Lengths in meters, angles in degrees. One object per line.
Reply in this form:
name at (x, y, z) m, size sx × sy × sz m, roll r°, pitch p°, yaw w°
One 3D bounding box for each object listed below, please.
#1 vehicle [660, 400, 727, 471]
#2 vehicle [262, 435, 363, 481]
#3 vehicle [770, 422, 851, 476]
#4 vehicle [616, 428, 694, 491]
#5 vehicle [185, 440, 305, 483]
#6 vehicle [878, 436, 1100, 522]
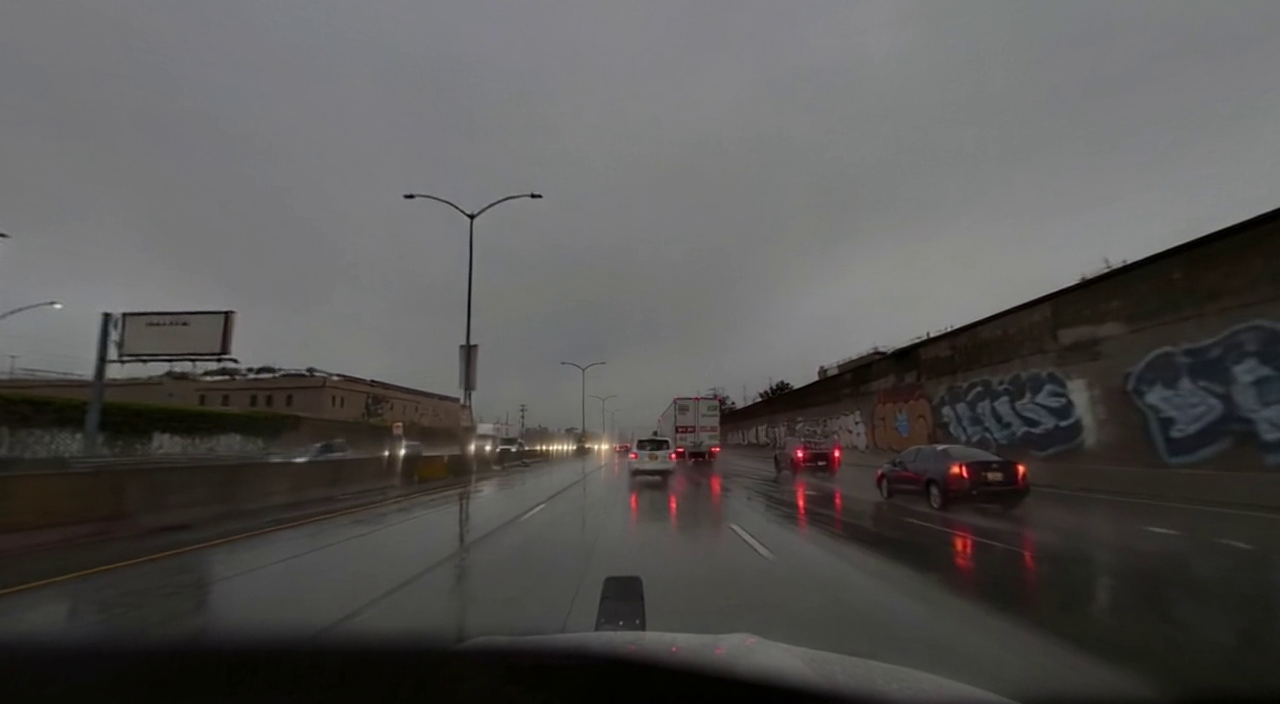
vehicle at (3.034, 5.268, 39.172) m, size 2.976 × 3.806 × 10.591 m, roll 0°, pitch -9°, yaw -1°
vehicle at (-10.650, 3.458, 20.794) m, size 1.526 × 1.383 × 3.355 m, roll 0°, pitch -9°, yaw 0°
vehicle at (8.251, 4.813, 31.433) m, size 2.322 × 2.360 × 6.433 m, roll 0°, pitch -9°, yaw 1°
vehicle at (0.342, 3.614, 21.567) m, size 2.249 × 1.843 × 5.176 m, roll 0°, pitch -9°, yaw -3°
vehicle at (-14.210, 3.946, 22.995) m, size 2.065 × 1.401 × 3.497 m, roll 0°, pitch -9°, yaw 0°
vehicle at (6.954, 2.565, 13.347) m, size 1.915 × 1.476 × 4.677 m, roll 0°, pitch -9°, yaw -1°
